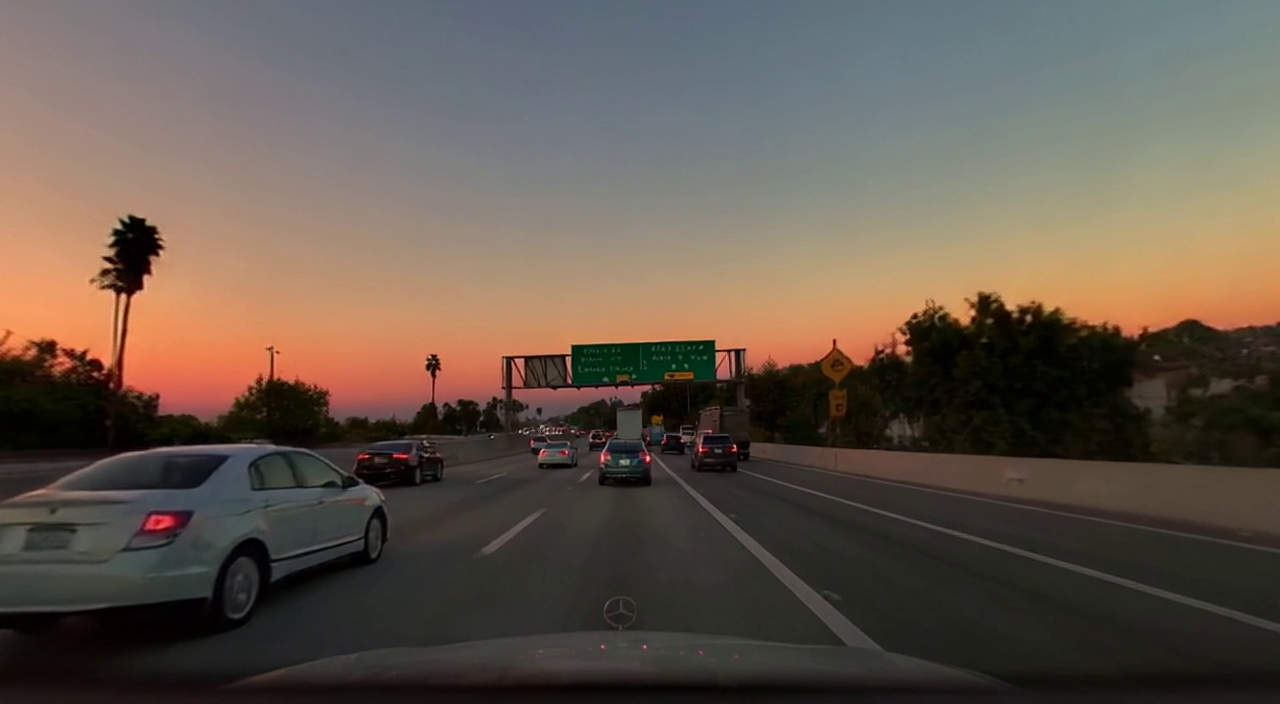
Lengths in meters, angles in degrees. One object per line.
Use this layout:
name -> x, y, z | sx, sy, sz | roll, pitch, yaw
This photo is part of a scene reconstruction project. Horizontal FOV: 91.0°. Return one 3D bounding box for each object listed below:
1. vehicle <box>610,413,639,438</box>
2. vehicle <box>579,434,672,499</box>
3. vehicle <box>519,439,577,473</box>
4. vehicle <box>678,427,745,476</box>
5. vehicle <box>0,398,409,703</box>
vehicle -> -1.213, 5.837, 49.599 | 2.206, 1.803, 4.569 | 0, -8, -1
vehicle -> -0.338, 2.908, 16.403 | 2.136, 1.470, 3.971 | 0, -8, 0
vehicle -> -4.054, 4.666, 28.479 | 1.998, 1.423, 4.436 | 0, -8, 0
vehicle -> 2.886, 4.143, 26.496 | 2.173, 1.870, 4.499 | 0, -8, -2
vehicle -> -3.647, 1.256, 4.836 | 2.064, 1.475, 4.489 | 0, -8, 0
